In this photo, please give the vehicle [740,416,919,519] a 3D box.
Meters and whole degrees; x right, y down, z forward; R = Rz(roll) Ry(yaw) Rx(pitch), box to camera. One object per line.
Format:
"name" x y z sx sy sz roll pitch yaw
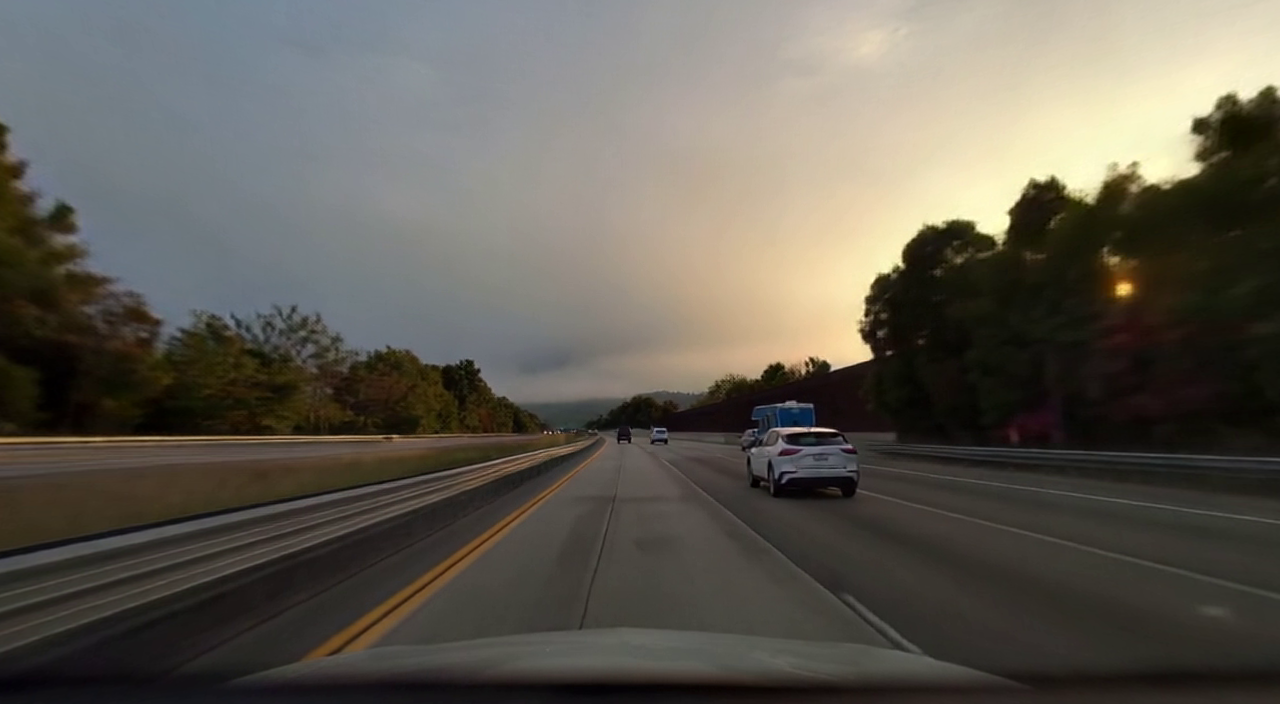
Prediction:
"vehicle" 3.216 2.024 11.630 2.002 1.569 3.845 0 -8 -2
